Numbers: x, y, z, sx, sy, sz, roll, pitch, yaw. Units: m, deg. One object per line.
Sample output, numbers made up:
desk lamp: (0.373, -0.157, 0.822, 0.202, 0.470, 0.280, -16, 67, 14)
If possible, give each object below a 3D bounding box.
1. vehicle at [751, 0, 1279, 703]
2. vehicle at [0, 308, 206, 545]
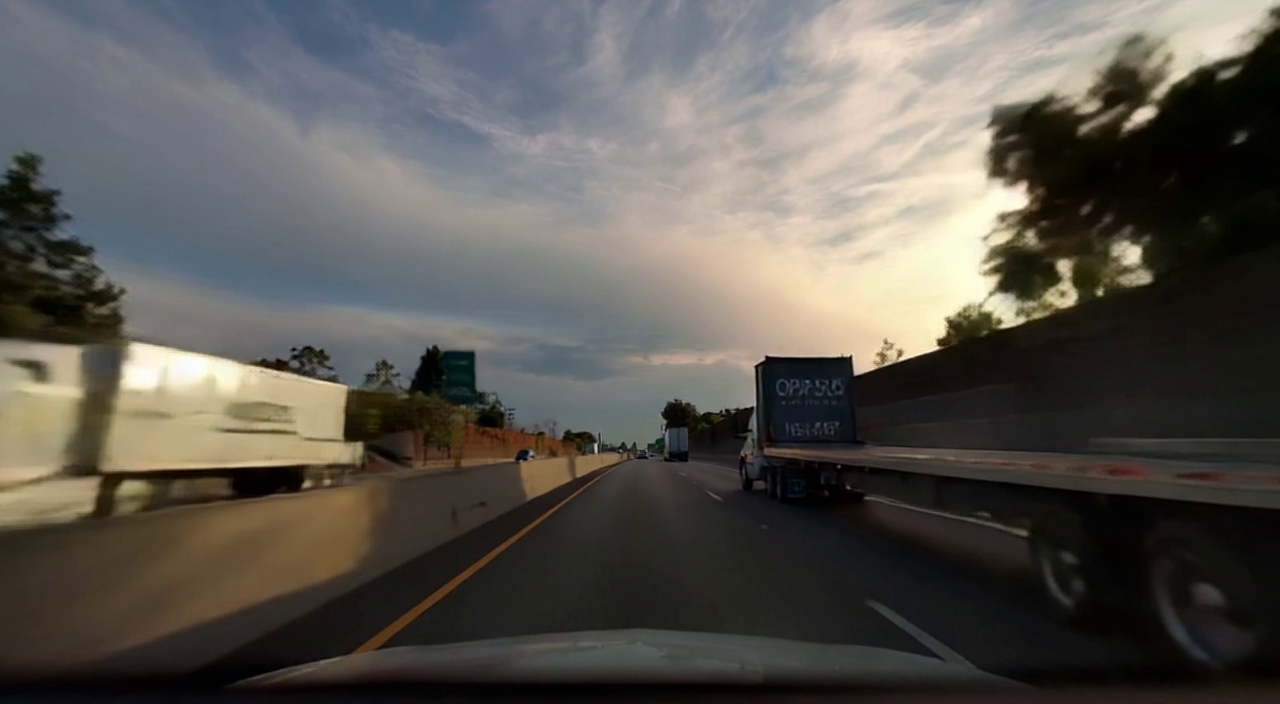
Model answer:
vehicle: (4.115, 0.383, 7.065, 2.926, 4.060, 14.068, 0, -9, -1)
vehicle: (-12.349, 1.562, 12.526, 3.006, 3.972, 5.785, 0, -9, 0)
